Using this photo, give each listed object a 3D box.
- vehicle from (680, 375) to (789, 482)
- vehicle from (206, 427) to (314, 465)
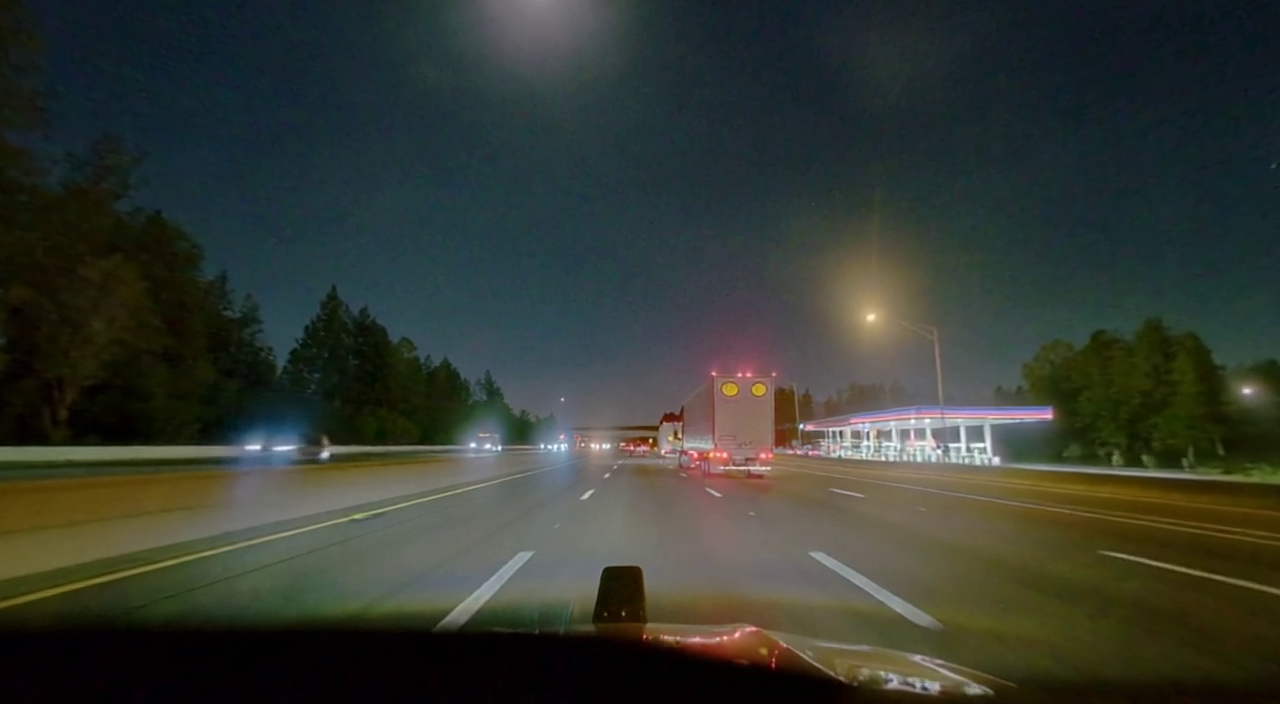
[{"bbox_3d":[3.972,3.885,30.603,2.922,3.987,14.038,0,-9,-1],"label":"vehicle"},{"bbox_3d":[-16.088,4.018,26.994,1.842,1.493,4.429,0,-9,0],"label":"vehicle"}]
